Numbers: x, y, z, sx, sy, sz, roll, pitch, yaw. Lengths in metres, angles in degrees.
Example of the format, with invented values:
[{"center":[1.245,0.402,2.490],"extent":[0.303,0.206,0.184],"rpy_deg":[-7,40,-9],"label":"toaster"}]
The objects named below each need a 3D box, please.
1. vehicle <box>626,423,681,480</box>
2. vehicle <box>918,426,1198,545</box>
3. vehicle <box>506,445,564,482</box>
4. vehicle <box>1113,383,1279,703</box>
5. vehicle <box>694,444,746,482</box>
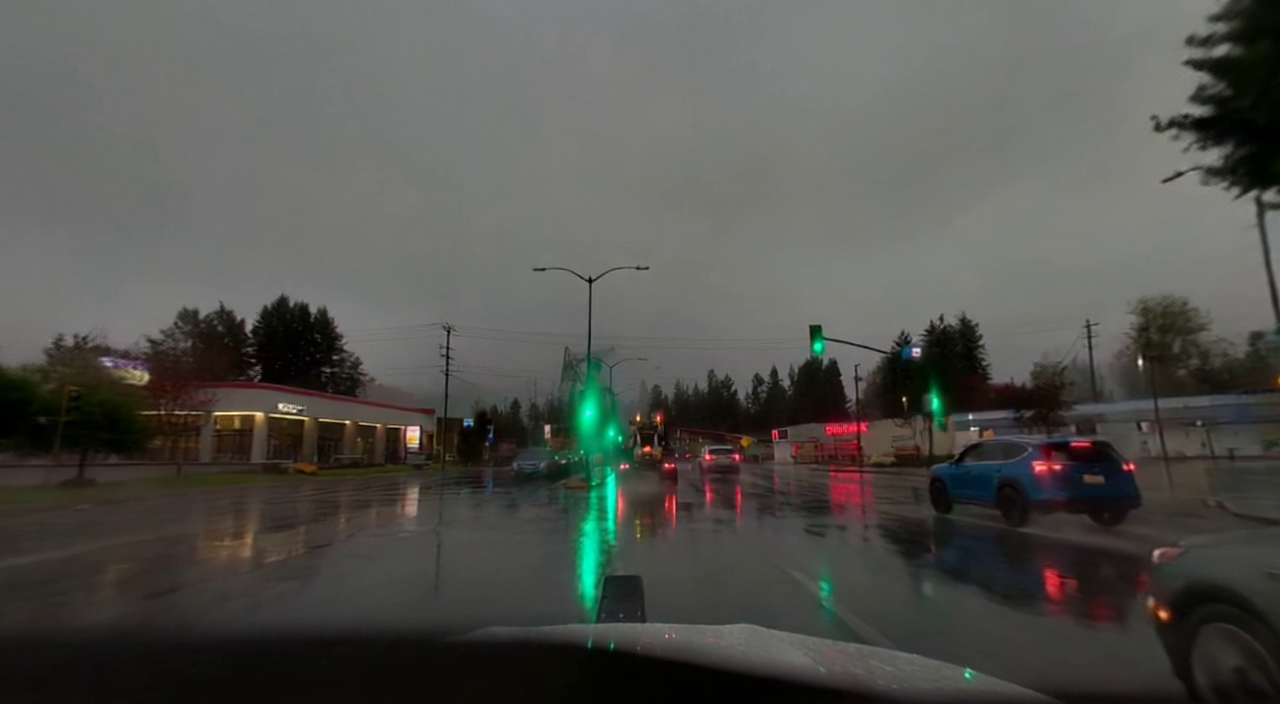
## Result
[{"center":[0.553,4.750,30.324],"extent":[2.370,2.518,3.858],"rpy_deg":[-1,-8,-2],"label":"vehicle"},{"center":[7.039,2.263,11.375],"extent":[1.982,1.698,4.408],"rpy_deg":[0,-8,0],"label":"vehicle"},{"center":[-4.652,5.005,28.526],"extent":[2.001,1.518,4.316],"rpy_deg":[0,-8,-1],"label":"vehicle"},{"center":[3.567,0.772,1.356],"extent":[2.025,1.618,3.949],"rpy_deg":[0,-8,1],"label":"vehicle"},{"center":[3.897,5.462,31.314],"extent":[2.025,1.754,4.311],"rpy_deg":[0,-8,0],"label":"vehicle"}]
